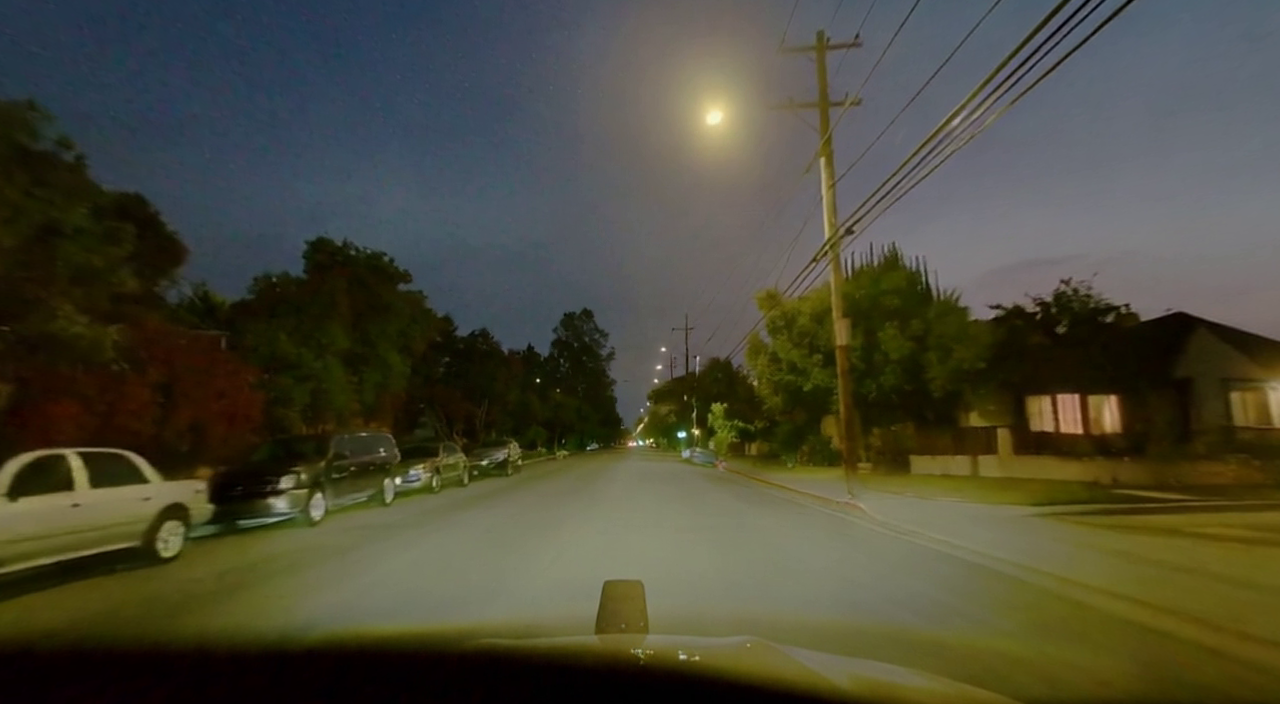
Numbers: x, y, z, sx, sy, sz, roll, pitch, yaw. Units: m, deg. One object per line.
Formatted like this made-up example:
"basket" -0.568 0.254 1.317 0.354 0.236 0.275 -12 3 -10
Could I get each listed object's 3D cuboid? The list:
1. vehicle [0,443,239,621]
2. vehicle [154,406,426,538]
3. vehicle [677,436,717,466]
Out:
"vehicle" -6.268 1.627 6.143 1.890 1.453 4.430 0 -8 -2
"vehicle" -6.383 2.269 12.608 2.222 2.022 5.547 0 -8 0
"vehicle" 3.572 6.343 40.552 2.138 1.766 5.129 0 -8 0
